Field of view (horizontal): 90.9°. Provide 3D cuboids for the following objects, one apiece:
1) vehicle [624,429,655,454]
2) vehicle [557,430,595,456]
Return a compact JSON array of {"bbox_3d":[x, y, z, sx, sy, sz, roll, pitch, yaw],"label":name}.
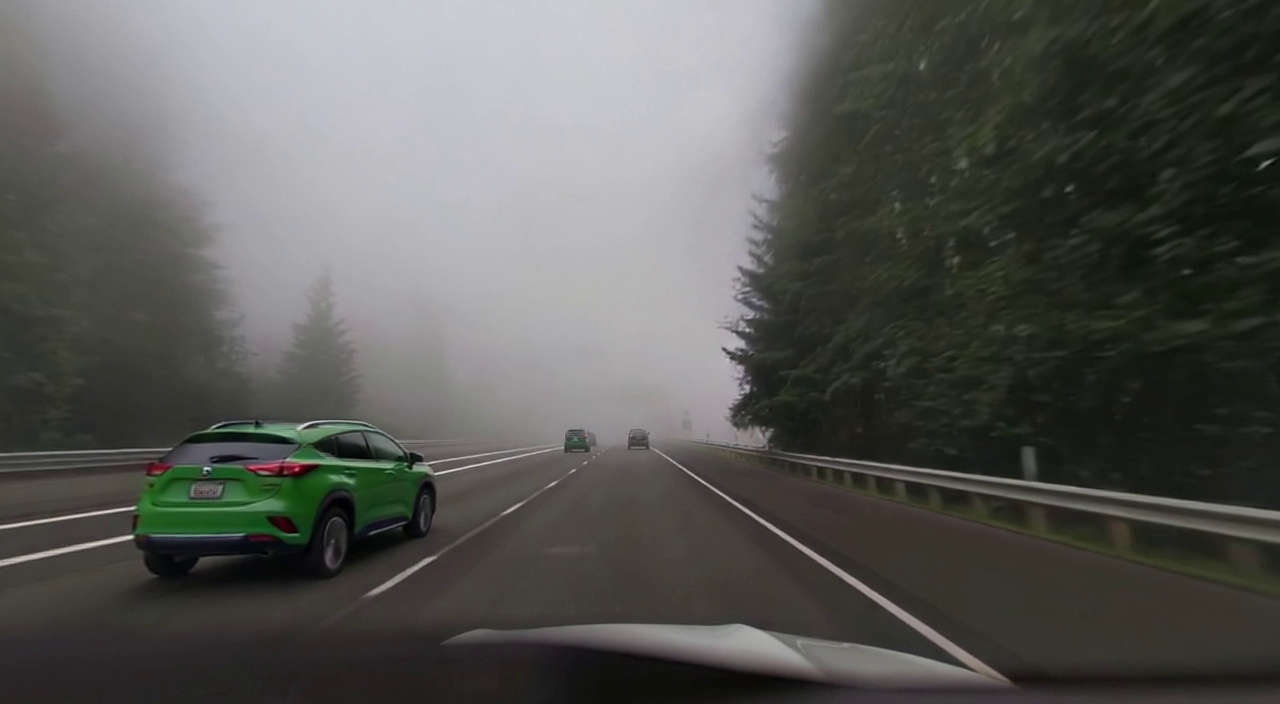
[{"bbox_3d":[-0.019,6.575,46.362,2.170,1.790,4.490,0,-8,0],"label":"vehicle"},{"bbox_3d":[-4.170,6.022,41.733,2.055,1.610,4.116,0,-8,0],"label":"vehicle"}]
